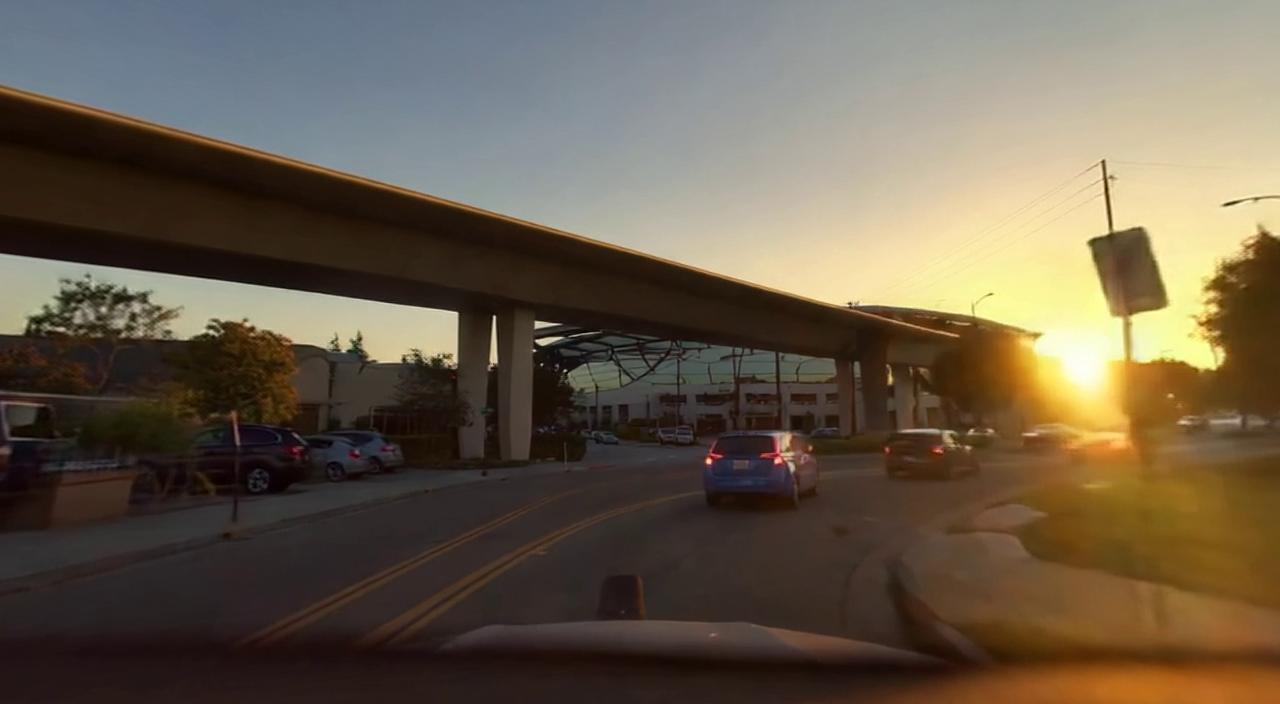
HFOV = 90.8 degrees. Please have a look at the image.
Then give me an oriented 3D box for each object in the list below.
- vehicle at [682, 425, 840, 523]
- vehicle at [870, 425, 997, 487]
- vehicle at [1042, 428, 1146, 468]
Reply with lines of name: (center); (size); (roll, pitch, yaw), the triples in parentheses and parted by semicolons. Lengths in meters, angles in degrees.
vehicle: (2.653, 2.362, 12.829); (2.087, 1.578, 4.652); (-4, -9, 24)
vehicle: (10.297, 3.568, 22.021); (4.771, 1.885, 2.241); (8, -11, -42)
vehicle: (21.407, 4.500, 29.803); (4.310, 1.762, 1.995); (4, -9, -25)
